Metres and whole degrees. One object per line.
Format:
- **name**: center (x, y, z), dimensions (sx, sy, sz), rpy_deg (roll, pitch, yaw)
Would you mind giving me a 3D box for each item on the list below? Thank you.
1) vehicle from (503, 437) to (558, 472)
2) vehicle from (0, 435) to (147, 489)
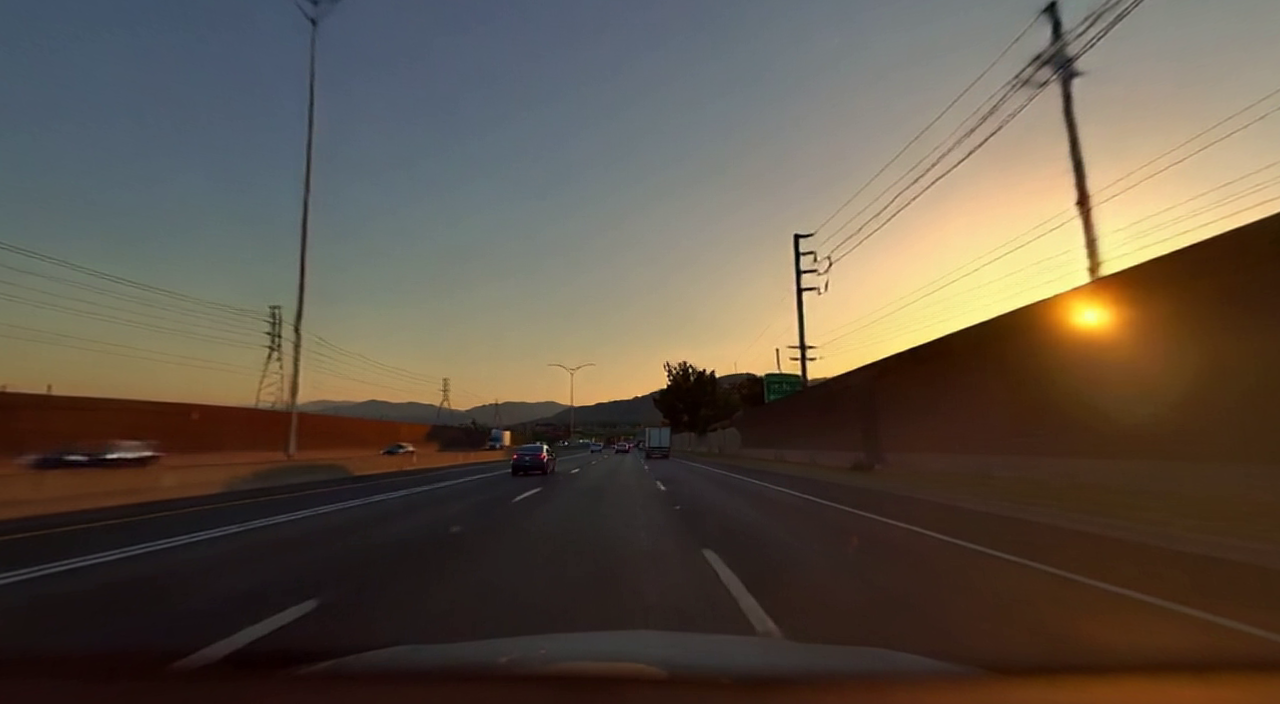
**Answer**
- **vehicle**: center (-5.486, 5.207, 32.169), dimensions (2.064, 1.642, 4.389), rpy_deg (0, -8, 0)
- **vehicle**: center (-20.318, 3.800, 22.200), dimensions (2.079, 1.662, 4.800), rpy_deg (0, -8, -1)
